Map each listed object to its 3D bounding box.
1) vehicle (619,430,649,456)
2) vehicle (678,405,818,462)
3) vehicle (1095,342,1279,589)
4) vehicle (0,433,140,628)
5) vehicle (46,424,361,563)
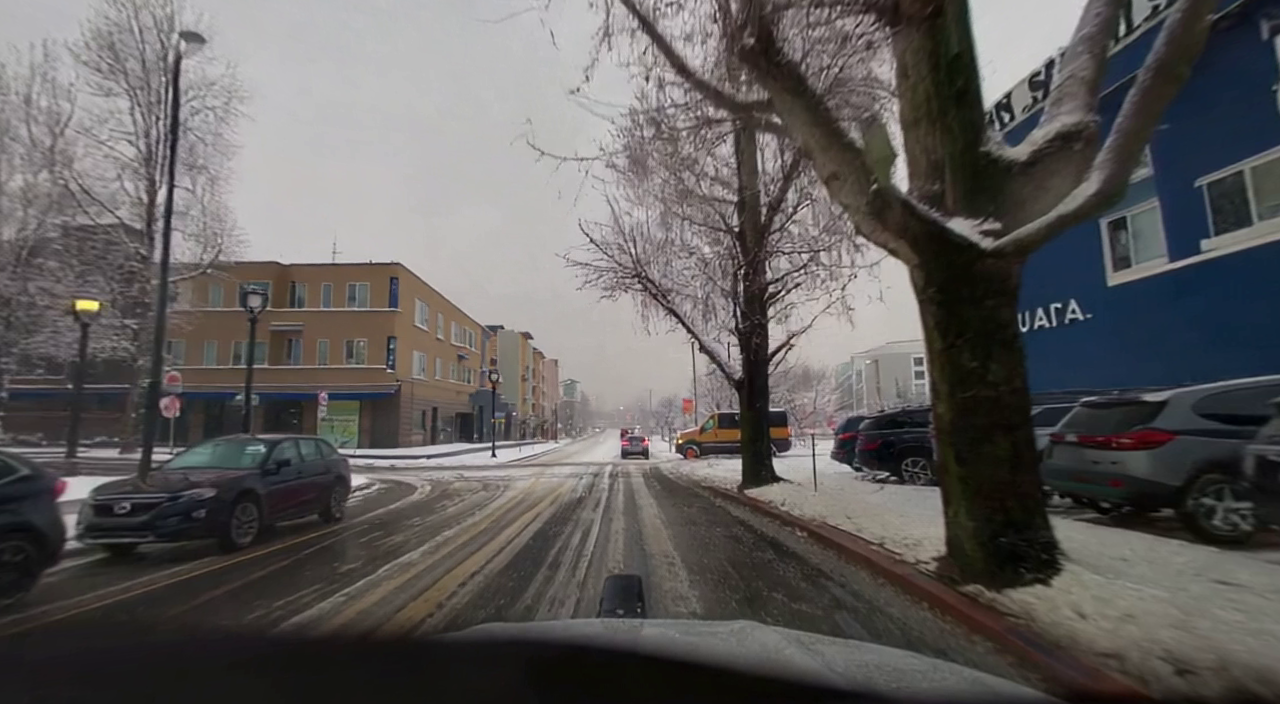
[{"bbox_3d":[-0.481,6.948,48.046,2.152,1.874,4.209,0,-8,-1],"label":"vehicle"},{"bbox_3d":[5.124,3.956,30.356,6.221,2.498,2.239,-5,-9,33],"label":"vehicle"},{"bbox_3d":[6.280,0.785,4.492,4.475,1.550,2.061,0,-8,-2],"label":"vehicle"},{"bbox_3d":[-5.858,1.257,3.951,1.860,1.496,4.440,0,-8,-1],"label":"vehicle"},{"bbox_3d":[-5.988,1.921,9.393,1.856,1.587,4.042,0,-8,-2],"label":"vehicle"}]
